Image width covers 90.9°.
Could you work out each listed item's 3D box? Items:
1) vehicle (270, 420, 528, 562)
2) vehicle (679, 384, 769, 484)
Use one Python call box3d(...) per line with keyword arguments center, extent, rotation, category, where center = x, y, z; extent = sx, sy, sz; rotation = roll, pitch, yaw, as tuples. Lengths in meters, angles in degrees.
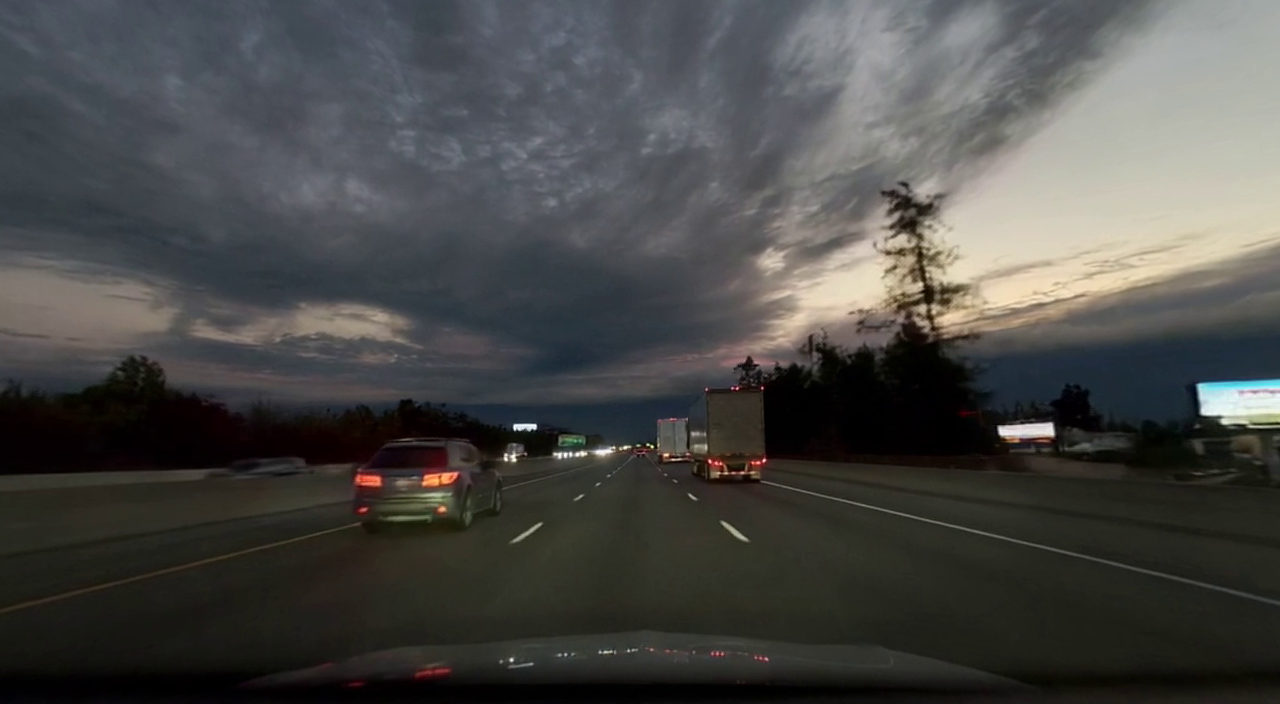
box3d(center=(-3.503, 2.139, 10.479), extent=(2.291, 1.788, 4.825), rotation=(0, -9, 1), category="vehicle")
box3d(center=(4.046, 4.603, 34.143), extent=(2.826, 4.269, 14.176), rotation=(0, -9, 0), category="vehicle")
